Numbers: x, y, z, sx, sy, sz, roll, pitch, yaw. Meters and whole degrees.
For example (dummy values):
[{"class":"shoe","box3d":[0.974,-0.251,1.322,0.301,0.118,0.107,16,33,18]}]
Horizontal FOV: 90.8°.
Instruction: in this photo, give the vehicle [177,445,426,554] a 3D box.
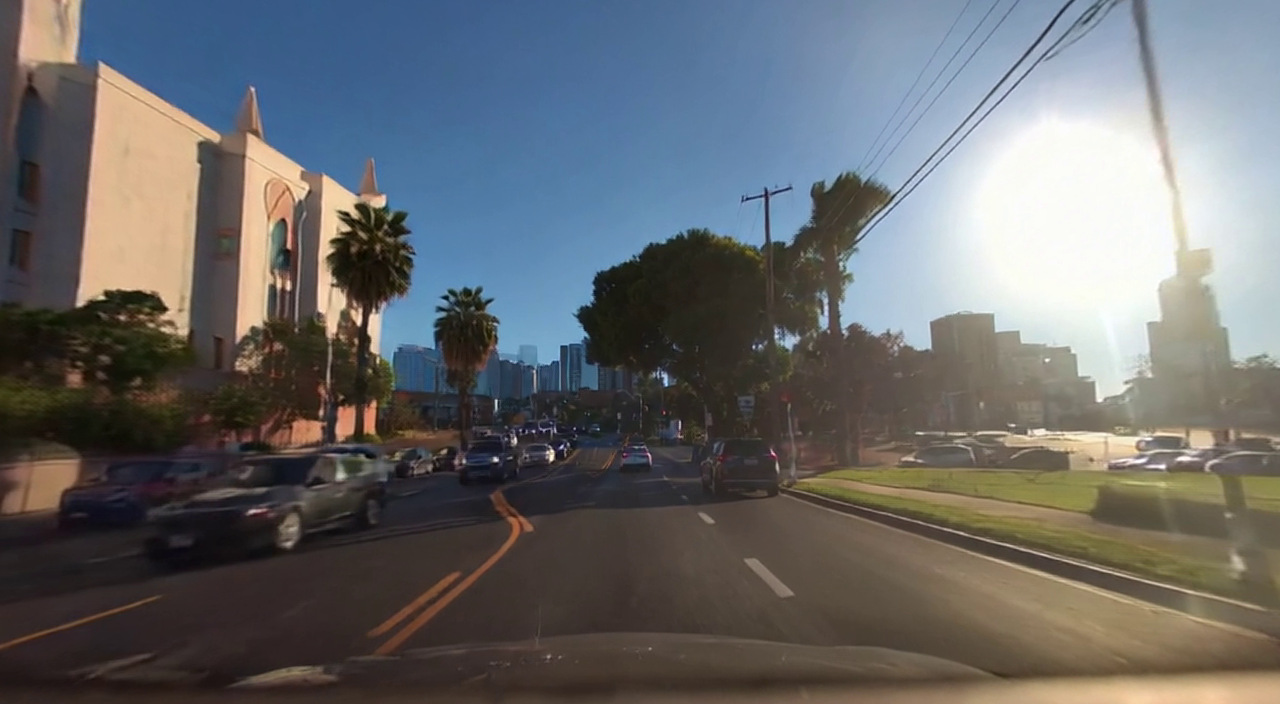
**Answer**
[{"class":"vehicle","box3d":[-5.710,2.487,11.485,2.074,1.541,4.395,0,-8,0]}]

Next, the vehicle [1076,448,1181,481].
[{"class":"vehicle","box3d":[25.411,5.845,32.977,3.611,1.590,2.171,0,-8,-1]}]

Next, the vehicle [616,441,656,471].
[{"class":"vehicle","box3d":[-0.254,6.108,37.211,2.196,1.655,3.939,0,-8,-1]}]

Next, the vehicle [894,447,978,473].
[{"class":"vehicle","box3d":[20.258,7.390,43.343,4.540,1.386,2.337,-4,-8,-1]}]

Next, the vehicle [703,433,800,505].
[{"class":"vehicle","box3d":[3.139,3.391,18.786,1.995,1.858,4.333,0,-8,-1]}]

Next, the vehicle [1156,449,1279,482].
[{"class":"vehicle","box3d":[30.030,5.888,32.850,4.463,1.600,2.122,0,-8,1]}]

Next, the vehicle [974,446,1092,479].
[{"class":"vehicle","box3d":[20.491,5.765,33.084,4.673,1.592,2.193,-1,-8,2]}]

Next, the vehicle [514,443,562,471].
[{"class":"vehicle","box3d":[-6.083,6.283,38.127,2.168,1.572,4.635,0,-8,-1]}]

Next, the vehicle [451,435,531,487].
[{"class":"vehicle","box3d":[-5.919,4.374,25.806,2.106,1.890,4.783,0,-8,0]}]

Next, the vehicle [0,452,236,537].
[{"class":"vehicle","box3d":[-11.957,3.219,14.899,2.062,1.609,4.233,0,-8,-1]}]
